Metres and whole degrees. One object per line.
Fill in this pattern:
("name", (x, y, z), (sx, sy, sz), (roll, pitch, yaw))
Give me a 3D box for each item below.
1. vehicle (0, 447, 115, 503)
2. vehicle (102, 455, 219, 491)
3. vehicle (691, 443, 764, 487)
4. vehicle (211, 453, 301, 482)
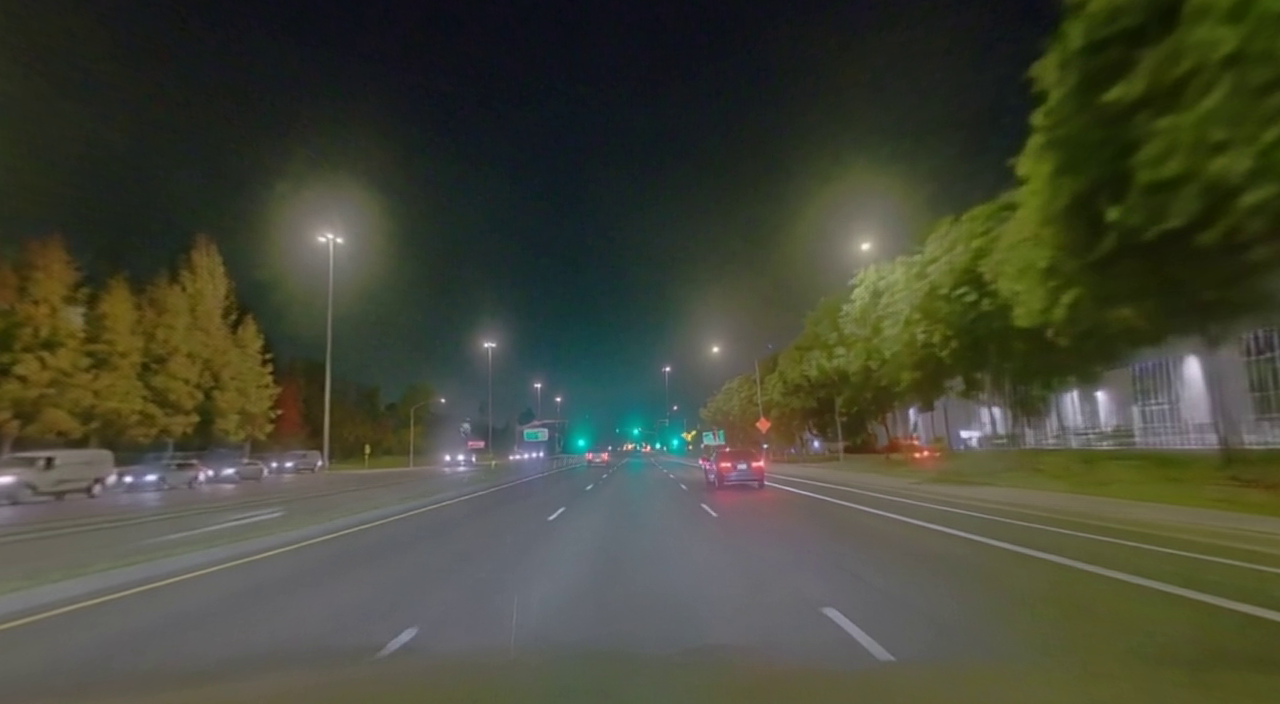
("vehicle", (-22.347, 4.418, 23.141), (2.139, 1.833, 4.686), (0, -9, 0))
("vehicle", (-22.388, 5.637, 29.788), (1.865, 1.507, 4.631), (-1, -9, 0))
("vehicle", (3.099, 4.111, 23.270), (1.966, 1.449, 4.290), (0, -9, -1))
("vehicle", (-22.395, 6.724, 37.099), (2.098, 1.510, 5.072), (-1, -9, 0))
